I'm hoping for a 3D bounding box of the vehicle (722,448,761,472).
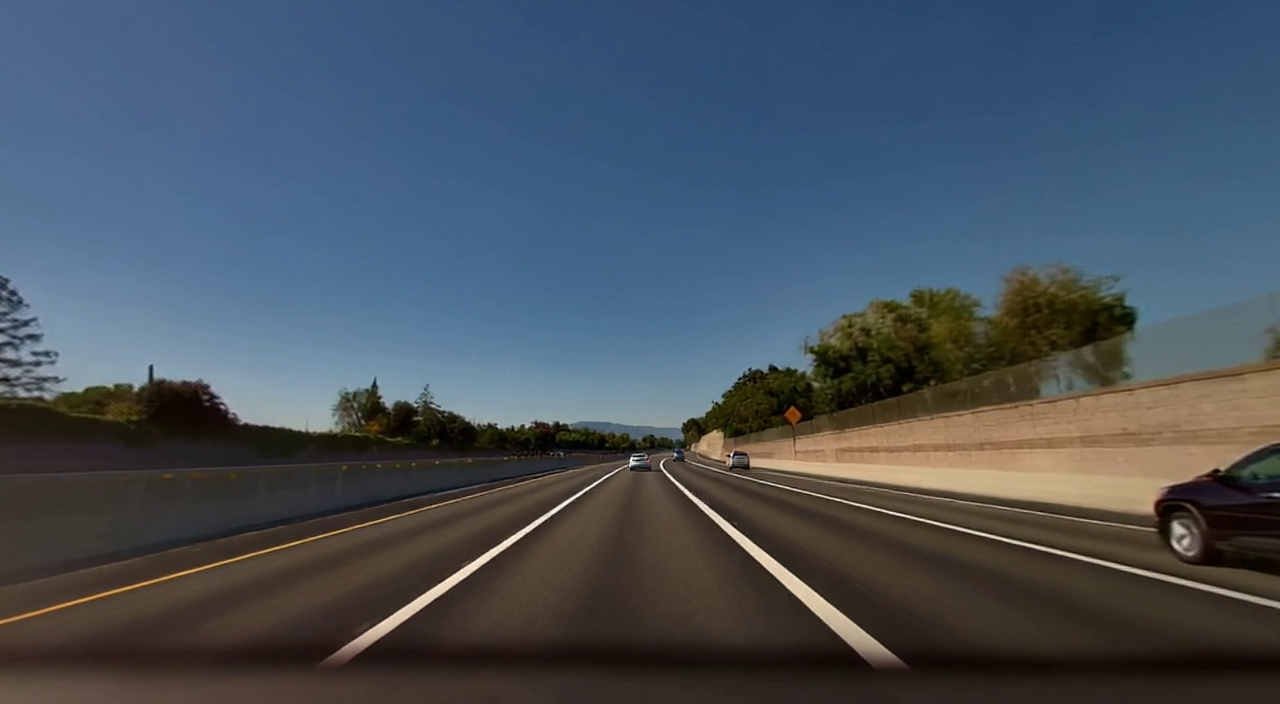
[{"bbox_3d":[6.718,7.182,41.838,1.941,1.485,3.701,0,-9,-1],"label":"vehicle"}]

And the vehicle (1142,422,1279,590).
[{"bbox_3d":[6.924,1.293,4.993,2.008,1.533,4.592,0,-9,0],"label":"vehicle"}]

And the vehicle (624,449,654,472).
[{"bbox_3d":[-0.054,7.706,44.791,2.025,1.526,4.181,0,-9,0],"label":"vehicle"}]
